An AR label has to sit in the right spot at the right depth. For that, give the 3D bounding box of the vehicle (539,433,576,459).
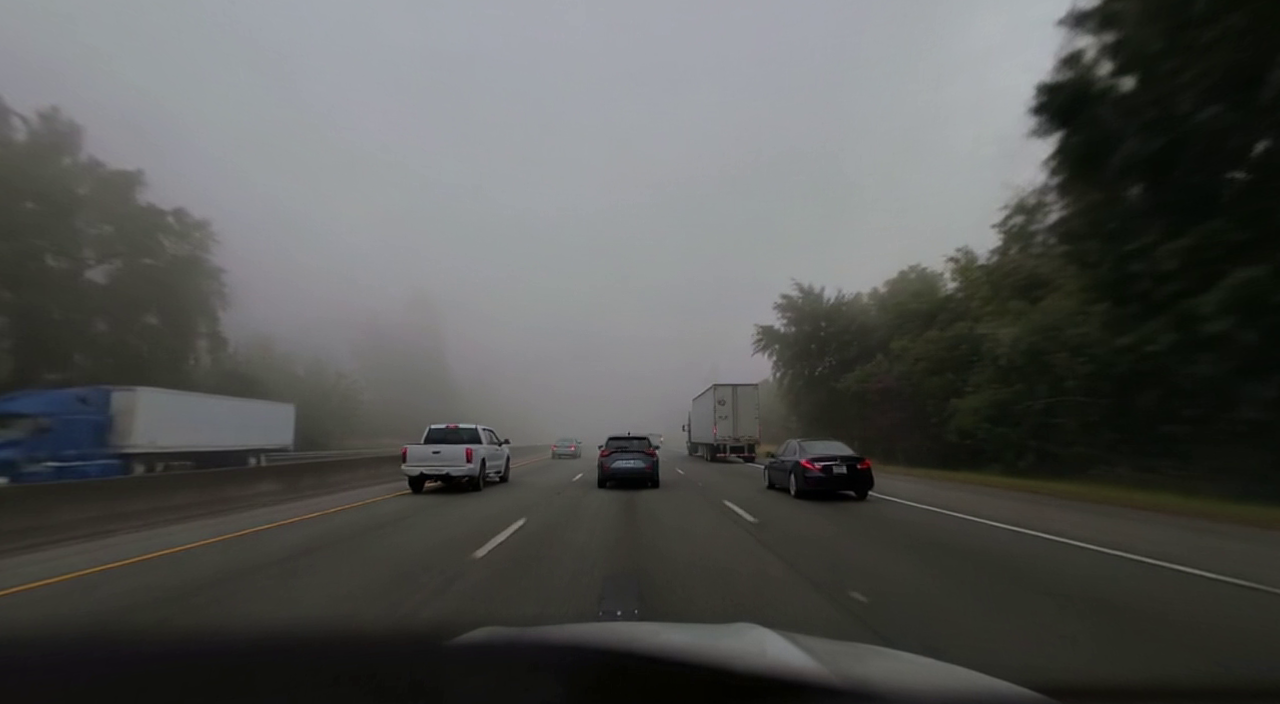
[{"bbox_3d":[-5.437,6.239,42.041,1.971,1.648,3.983,0,-8,-1],"label":"vehicle"}]

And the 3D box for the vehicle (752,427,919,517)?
[{"bbox_3d":[3.645,2.280,12.590,1.951,1.477,3.963,0,-8,-2],"label":"vehicle"}]

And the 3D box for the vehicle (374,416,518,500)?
[{"bbox_3d":[-4.567,2.557,15.772,2.101,1.767,4.702,0,-8,0],"label":"vehicle"}]

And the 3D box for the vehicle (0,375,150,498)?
[{"bbox_3d":[-21.259,2.971,22.354,3.048,3.785,5.664,0,-8,-1],"label":"vehicle"}]

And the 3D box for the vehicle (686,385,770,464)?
[{"bbox_3d":[5.146,4.715,40.137,2.888,4.135,14.071,0,-8,-2],"label":"vehicle"}]

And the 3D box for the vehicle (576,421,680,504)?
[{"bbox_3d":[-0.277,2.490,14.670,2.083,1.647,3.799,0,-8,-1],"label":"vehicle"}]
